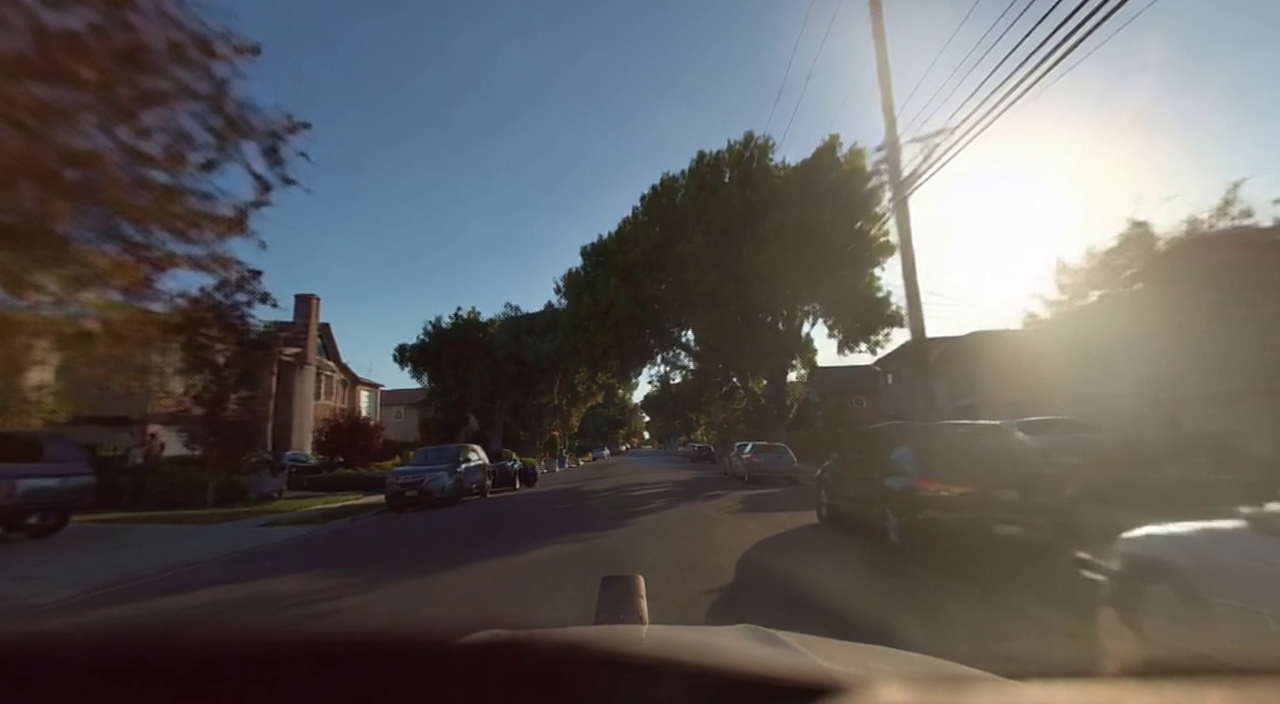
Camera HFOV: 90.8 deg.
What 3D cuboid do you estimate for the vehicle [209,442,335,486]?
[{"bbox_3d":[-18.119,5.520,31.310,4.832,2.033,2.045,0,-9,-5],"label":"vehicle"}]

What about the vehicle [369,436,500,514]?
[{"bbox_3d":[-5.535,3.366,17.672,2.118,1.753,4.377,-4,-9,1],"label":"vehicle"}]

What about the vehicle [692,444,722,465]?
[{"bbox_3d":[5.115,7.914,48.975,1.906,1.503,4.498,0,-9,1],"label":"vehicle"}]

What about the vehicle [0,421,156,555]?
[{"bbox_3d":[-12.647,2.433,11.768,5.096,2.213,2.354,1,-10,-2],"label":"vehicle"}]

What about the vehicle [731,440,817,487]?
[{"bbox_3d":[4.641,3.955,22.749,2.090,1.489,4.952,0,-9,1],"label":"vehicle"}]

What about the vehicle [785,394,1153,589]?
[{"bbox_3d":[3.723,1.717,8.718,2.122,1.809,5.421,0,-9,0],"label":"vehicle"}]

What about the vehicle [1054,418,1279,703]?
[{"bbox_3d":[3.953,0.926,2.272,1.848,1.436,4.582,0,-9,1],"label":"vehicle"}]
